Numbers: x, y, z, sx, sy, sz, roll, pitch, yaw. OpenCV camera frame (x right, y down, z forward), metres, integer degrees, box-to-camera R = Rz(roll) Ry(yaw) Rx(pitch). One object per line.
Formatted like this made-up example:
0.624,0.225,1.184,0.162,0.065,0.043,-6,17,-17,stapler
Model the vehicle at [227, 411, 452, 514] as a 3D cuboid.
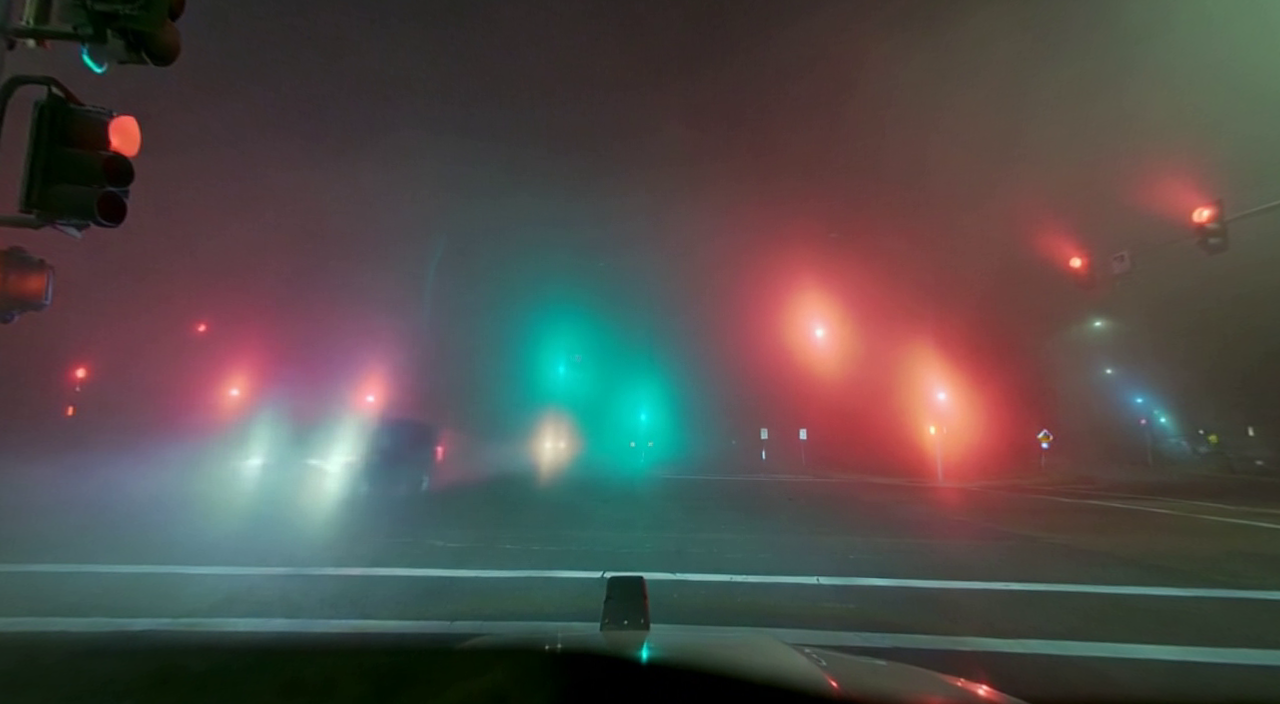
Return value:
-6.093,2.337,13.838,2.234,1.796,5.416,0,-8,0,vehicle
